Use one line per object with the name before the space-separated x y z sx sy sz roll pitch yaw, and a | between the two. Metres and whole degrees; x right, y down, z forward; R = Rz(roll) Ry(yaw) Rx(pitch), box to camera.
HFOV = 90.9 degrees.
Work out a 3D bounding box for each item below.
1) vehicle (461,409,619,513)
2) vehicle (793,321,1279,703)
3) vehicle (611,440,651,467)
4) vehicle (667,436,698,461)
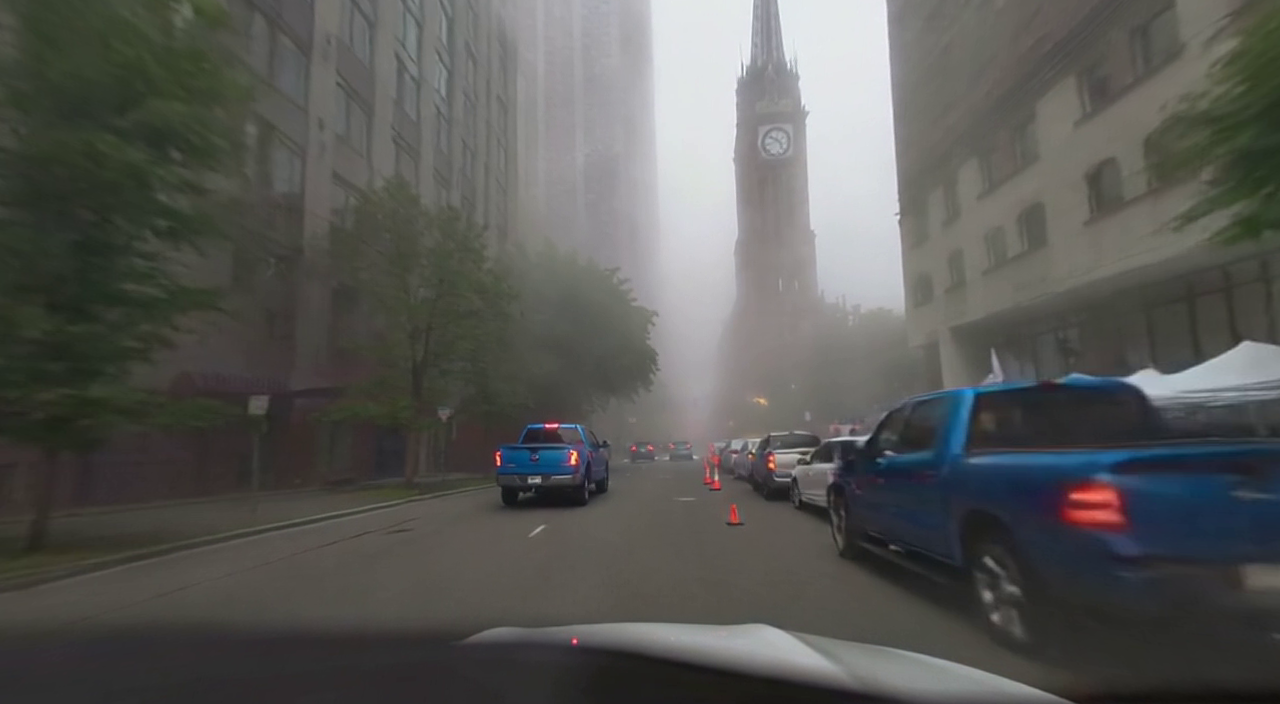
vehicle | -1.995 2.470 14.805 2.452 1.954 5.653 0 -8 4
vehicle | 2.925 1.075 5.309 2.186 1.800 4.723 0 -8 2
vehicle | -0.492 6.088 37.974 1.895 1.489 4.328 -1 -8 6
vehicle | 3.199 7.301 47.661 2.183 1.784 4.317 -1 -8 4
